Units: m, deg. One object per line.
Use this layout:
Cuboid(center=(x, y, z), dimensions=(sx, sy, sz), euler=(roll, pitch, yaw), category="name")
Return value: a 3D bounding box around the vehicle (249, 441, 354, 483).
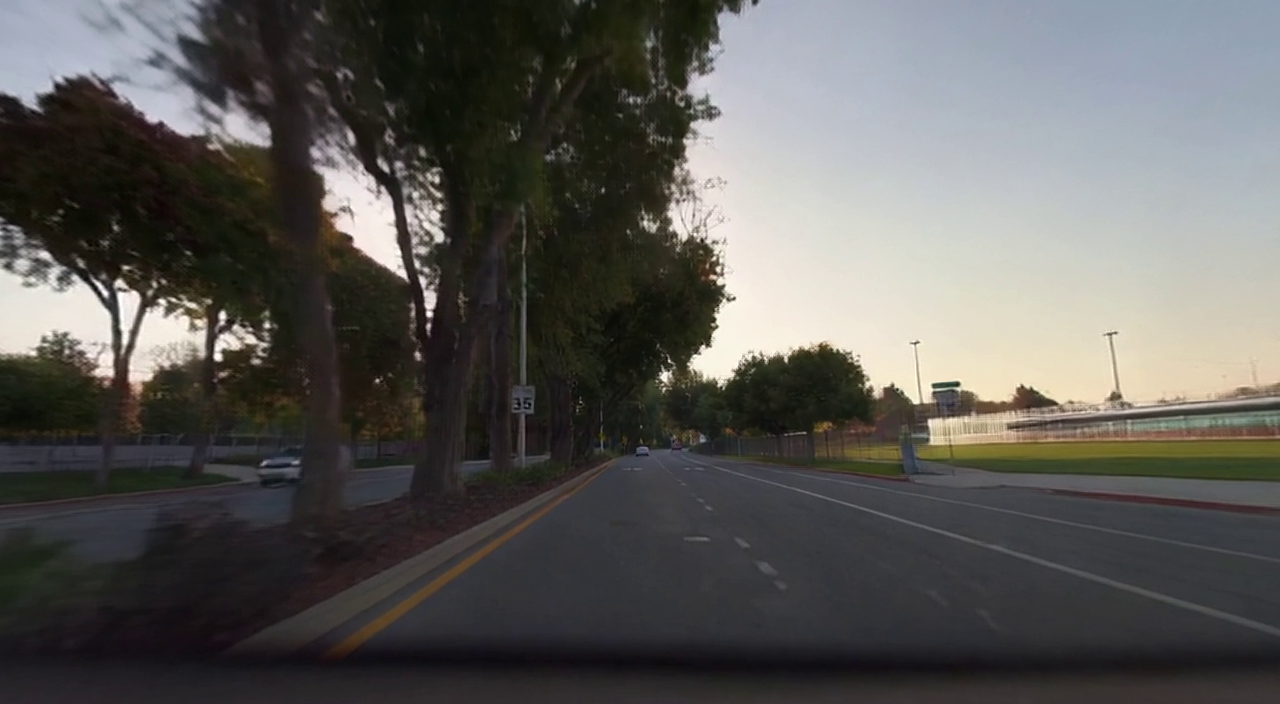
Cuboid(center=(-16.439, 5.354, 31.031), dimensions=(2.511, 1.881, 4.658), euler=(0, -8, 1), category="vehicle")
